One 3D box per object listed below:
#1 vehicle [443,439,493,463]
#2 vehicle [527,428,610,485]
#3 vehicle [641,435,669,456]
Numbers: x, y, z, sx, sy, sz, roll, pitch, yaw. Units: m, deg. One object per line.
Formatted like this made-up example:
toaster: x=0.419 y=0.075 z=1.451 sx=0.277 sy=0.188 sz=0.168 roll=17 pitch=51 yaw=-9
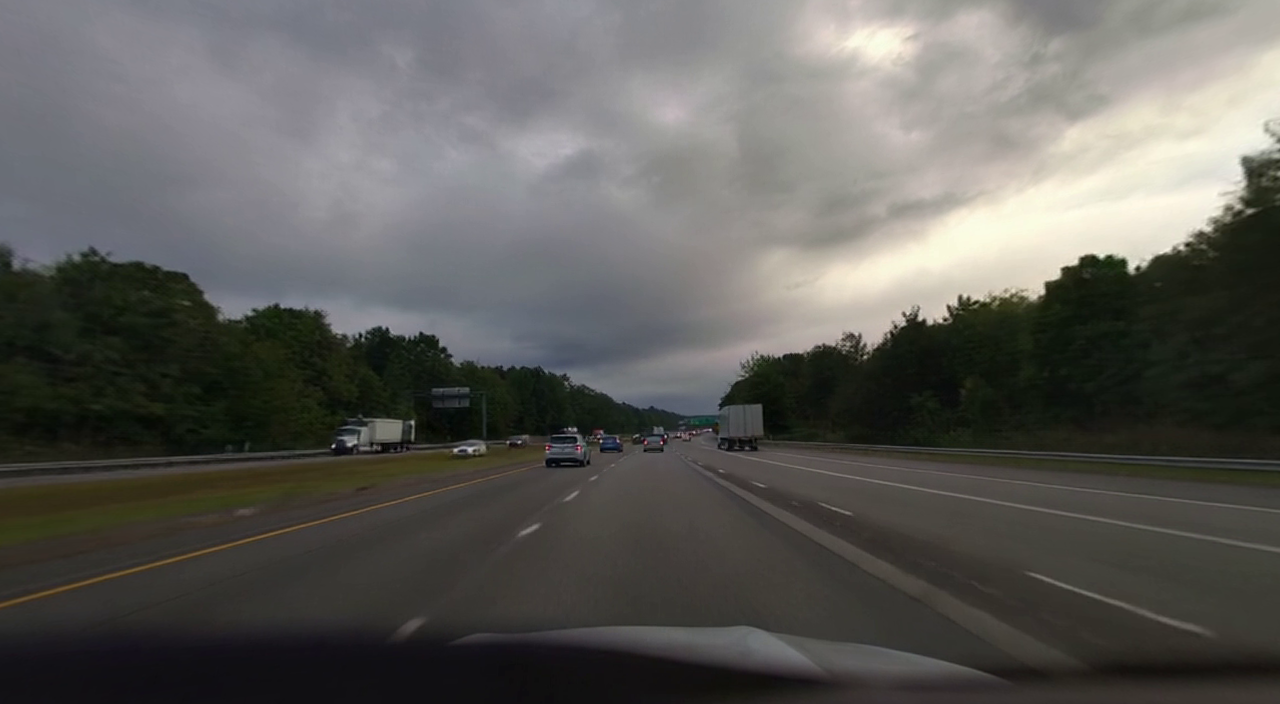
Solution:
vehicle: x=-11.270 y=6.488 z=41.609 sx=1.881 sy=1.449 sz=4.521 roll=0 pitch=-8 yaw=1
vehicle: x=-2.171 y=3.304 z=20.292 sx=2.137 sy=1.618 sz=4.209 roll=0 pitch=-8 yaw=0
vehicle: x=1.125 y=7.085 z=47.921 sx=2.004 sy=1.465 sz=3.842 roll=0 pitch=-8 yaw=1
